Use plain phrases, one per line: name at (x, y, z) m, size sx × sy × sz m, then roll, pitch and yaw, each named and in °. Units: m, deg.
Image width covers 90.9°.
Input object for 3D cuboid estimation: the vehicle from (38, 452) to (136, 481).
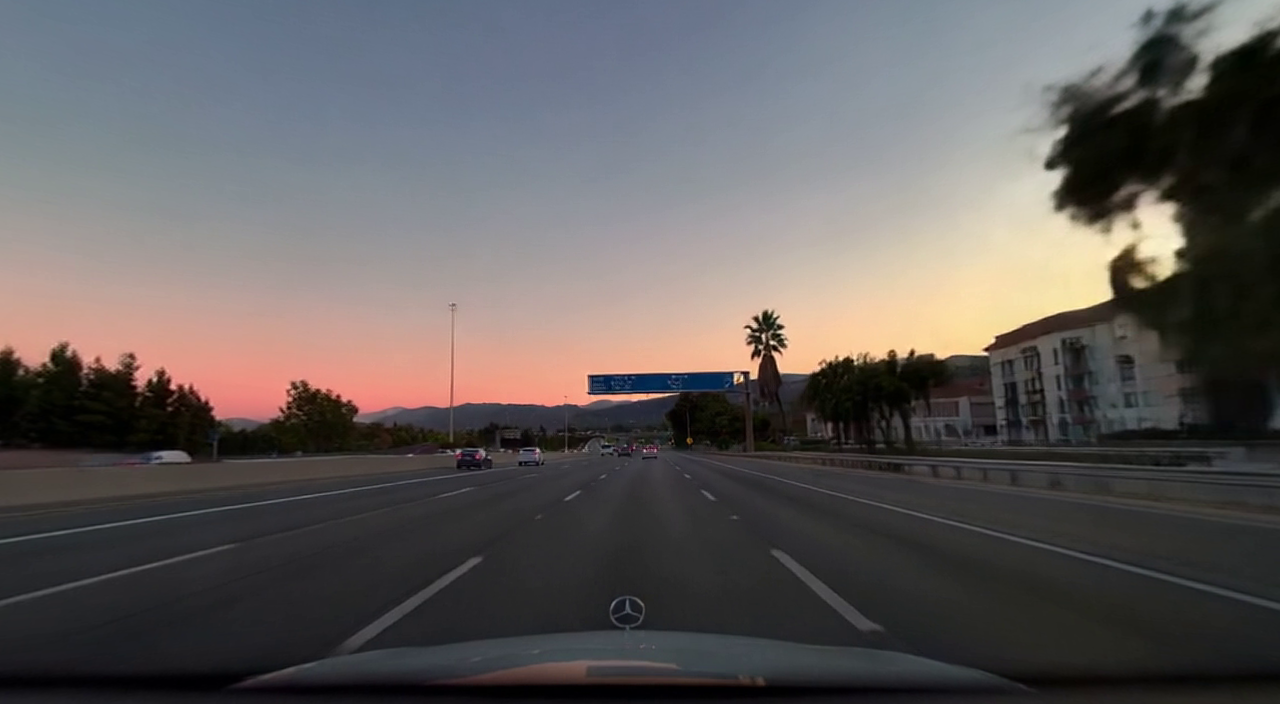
vehicle at (-30.621, 6.331, 35.078) m, size 1.731 × 1.473 × 4.049 m, roll -2°, pitch -9°, yaw 0°
